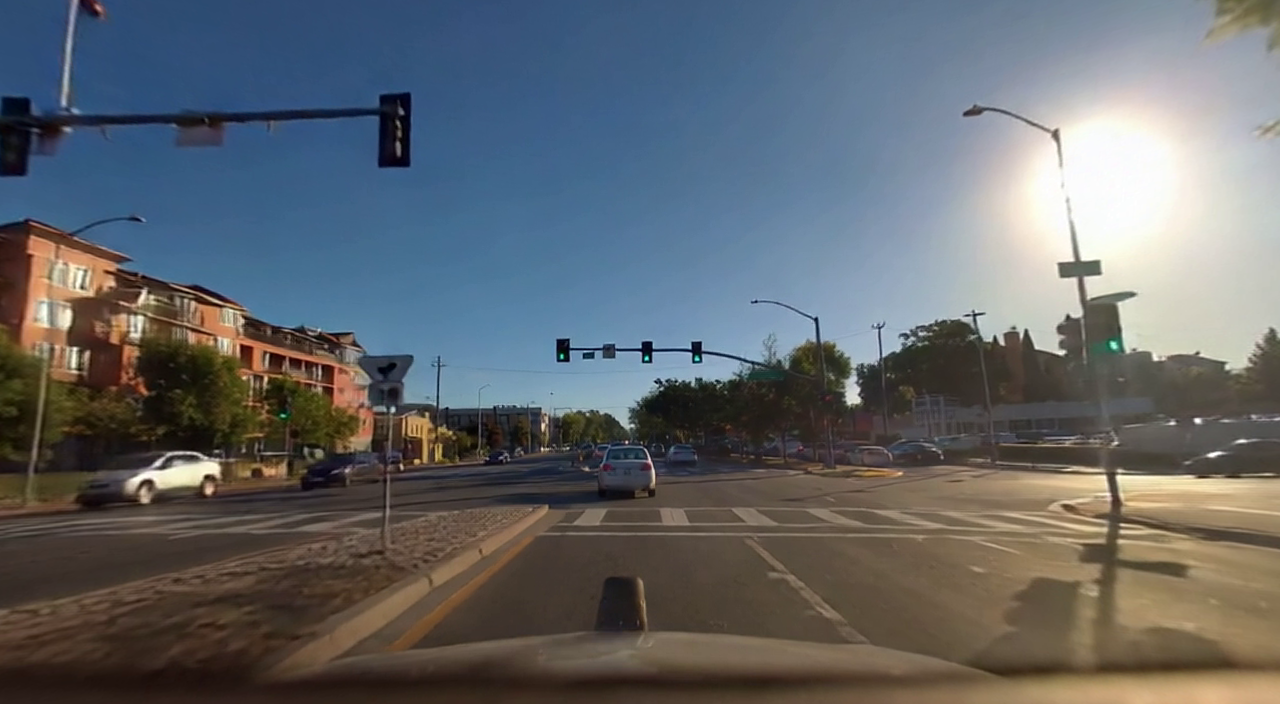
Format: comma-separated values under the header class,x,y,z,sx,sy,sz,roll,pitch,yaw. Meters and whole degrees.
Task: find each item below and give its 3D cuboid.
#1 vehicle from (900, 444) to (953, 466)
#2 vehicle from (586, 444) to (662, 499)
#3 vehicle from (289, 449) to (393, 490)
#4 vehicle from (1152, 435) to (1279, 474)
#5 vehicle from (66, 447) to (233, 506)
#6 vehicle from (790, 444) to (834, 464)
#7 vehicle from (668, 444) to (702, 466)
class,x,y,z,sx,sy,sz,roll,pitch,yaw
vehicle,19.852,7.090,43.490,1.932,1.430,4.203,-8,-12,43
vehicle,-0.450,3.512,18.870,2.010,1.447,4.121,0,-9,-1
vehicle,-12.050,4.734,25.767,1.963,1.504,4.640,0,-9,0
vehicle,25.943,4.525,27.802,4.665,1.612,1.937,-1,-9,8
vehicle,-15.743,3.967,20.594,1.922,1.717,4.366,0,-9,0
vehicle,12.756,7.552,46.840,1.849,1.429,4.335,0,-9,-3
vehicle,3.211,7.432,45.664,2.023,1.506,3.816,0,-9,-2
